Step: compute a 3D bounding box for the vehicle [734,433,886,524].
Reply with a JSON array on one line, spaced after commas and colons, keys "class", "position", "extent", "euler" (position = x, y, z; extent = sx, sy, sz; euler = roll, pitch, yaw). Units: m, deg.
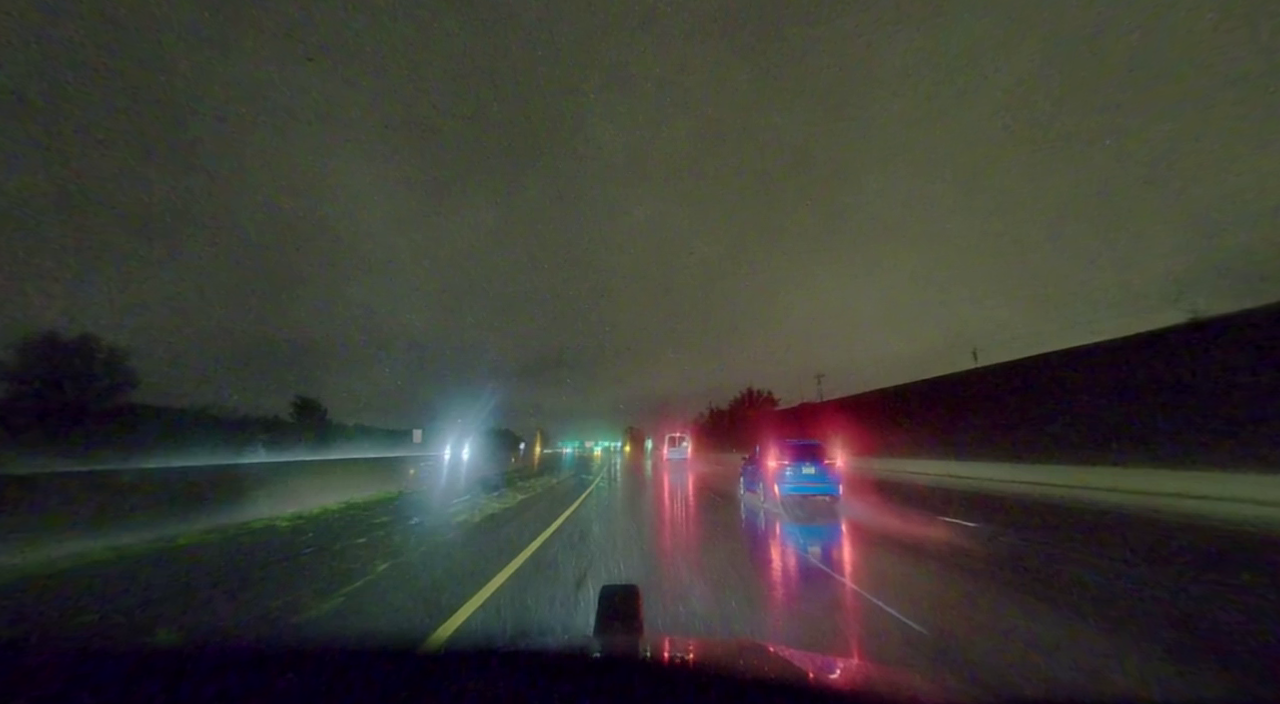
[{"class": "vehicle", "position": [3.405, 2.632, 13.563], "extent": [2.002, 1.604, 4.265], "euler": [0, -9, -1]}]

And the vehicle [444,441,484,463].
[{"class": "vehicle", "position": [-12.966, 7.405, 46.444], "extent": [1.859, 1.584, 3.912], "euler": [0, -9, -1]}]
